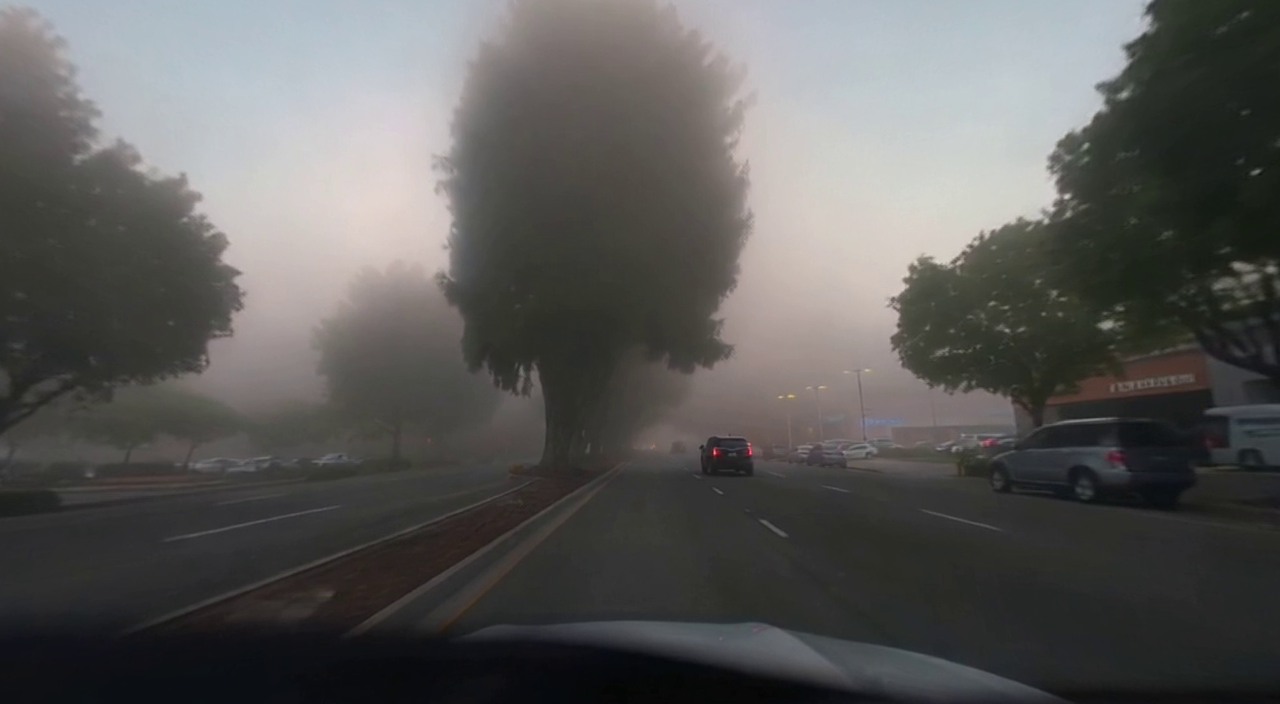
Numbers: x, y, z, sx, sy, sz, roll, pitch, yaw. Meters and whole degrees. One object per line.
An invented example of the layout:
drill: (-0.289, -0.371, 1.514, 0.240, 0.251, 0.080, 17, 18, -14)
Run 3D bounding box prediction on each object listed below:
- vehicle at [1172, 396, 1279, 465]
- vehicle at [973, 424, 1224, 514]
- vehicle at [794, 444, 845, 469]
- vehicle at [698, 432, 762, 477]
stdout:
vehicle: (19.538, 2.352, 18.798, 2.175, 1.965, 5.909, 0, -9, 0)
vehicle: (10.587, 2.737, 15.266, 2.247, 1.799, 5.025, 0, -9, 0)
vehicle: (11.236, 6.556, 39.716, 1.842, 1.474, 4.456, 0, -9, 0)
vehicle: (3.979, 4.643, 28.630, 2.183, 1.845, 4.482, 0, -9, -1)
